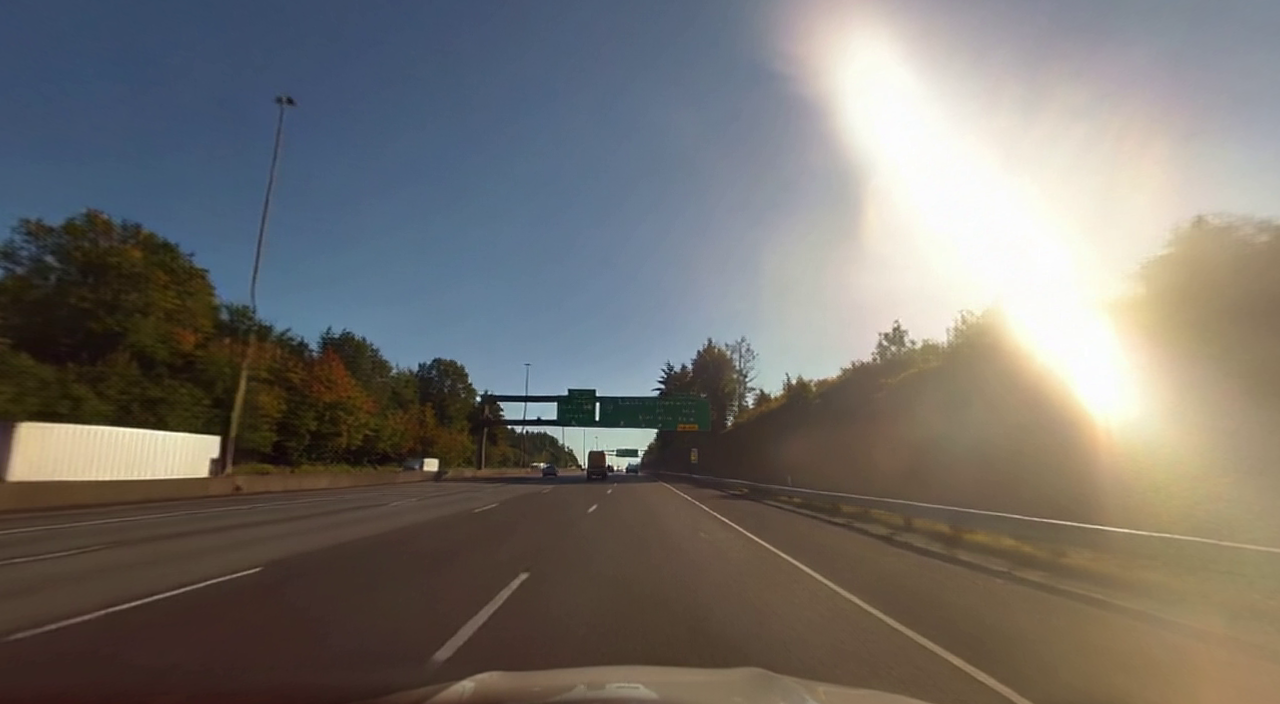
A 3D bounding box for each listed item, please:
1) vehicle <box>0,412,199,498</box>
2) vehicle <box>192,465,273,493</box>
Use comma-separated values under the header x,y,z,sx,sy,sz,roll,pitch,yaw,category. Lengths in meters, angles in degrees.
x,y,z,sx,sy,sz,roll,pitch,yaw,category
-29.807,5.600,33.548,2.829,3.757,13.574,1,-11,0,vehicle
-22.060,6.859,34.272,1.703,1.392,3.944,1,-11,1,vehicle
